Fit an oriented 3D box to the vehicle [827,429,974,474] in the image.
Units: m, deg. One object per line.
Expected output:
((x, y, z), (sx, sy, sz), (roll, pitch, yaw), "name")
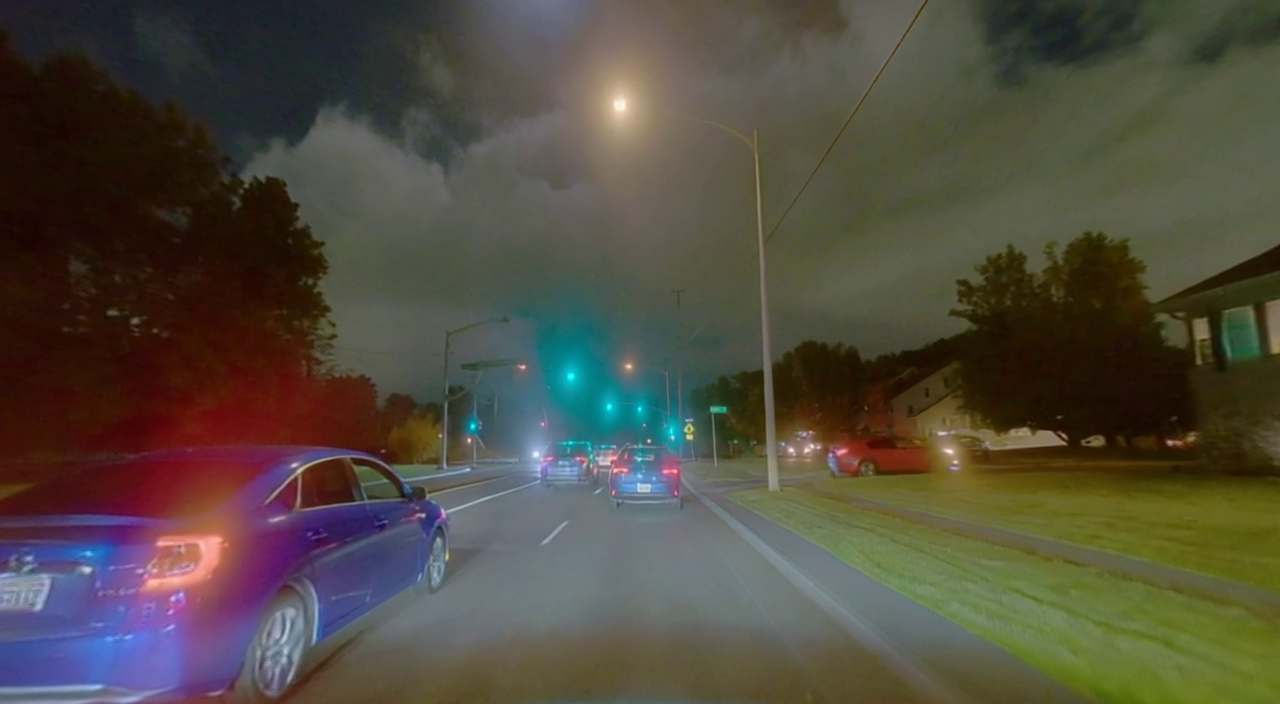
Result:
((9.308, 3.588, 22.817), (4.456, 1.504, 1.914), (0, -9, 0), "vehicle")

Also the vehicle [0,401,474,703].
((-2.839, 1.253, 4.361), (1.968, 1.472, 4.685), (0, -9, 2), "vehicle")

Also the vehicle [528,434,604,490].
((-2.459, 3.801, 22.031), (2.000, 1.737, 4.133), (-1, -9, 2), "vehicle")

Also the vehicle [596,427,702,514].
((0.186, 2.693, 14.737), (2.120, 1.718, 3.909), (0, -9, 0), "vehicle")
